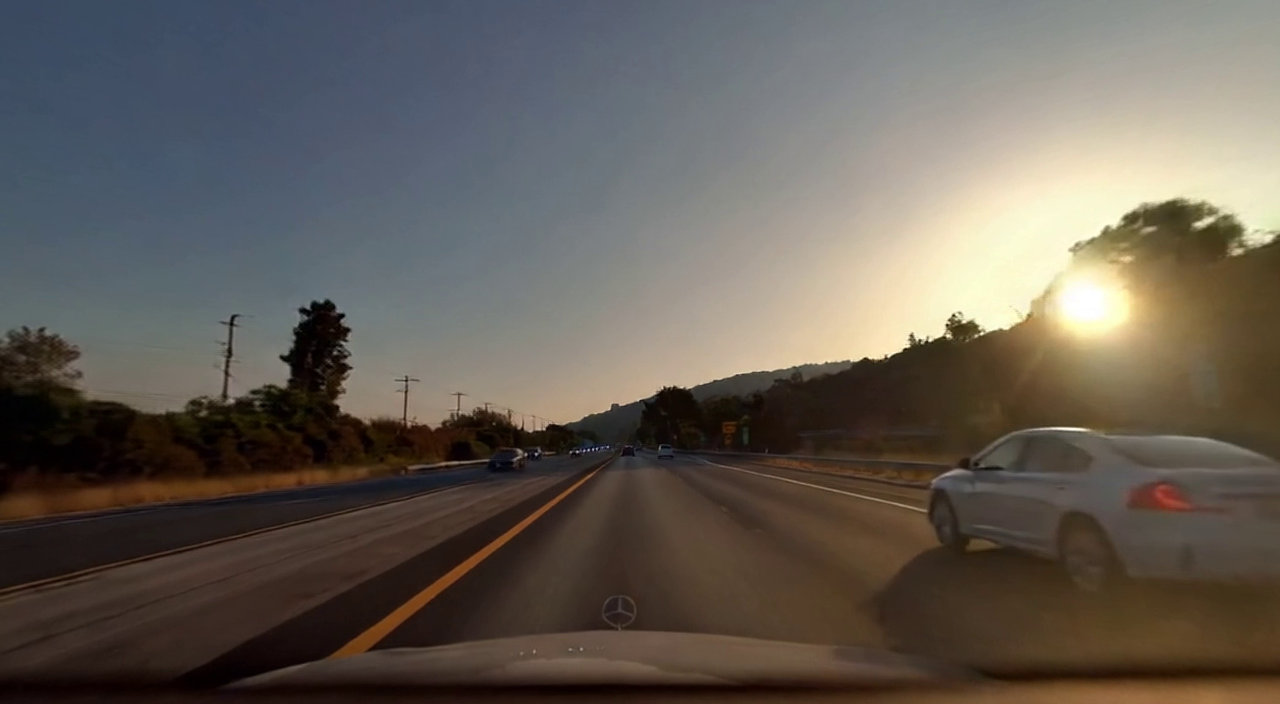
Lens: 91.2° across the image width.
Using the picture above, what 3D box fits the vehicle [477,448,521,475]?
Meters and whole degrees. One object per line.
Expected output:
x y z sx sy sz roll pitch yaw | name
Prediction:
-8.840 6.885 39.655 1.932 1.559 4.173 0 -9 -1 | vehicle

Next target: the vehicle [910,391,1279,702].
4.120 1.277 5.238 2.001 1.555 4.098 -1 -9 2 | vehicle
